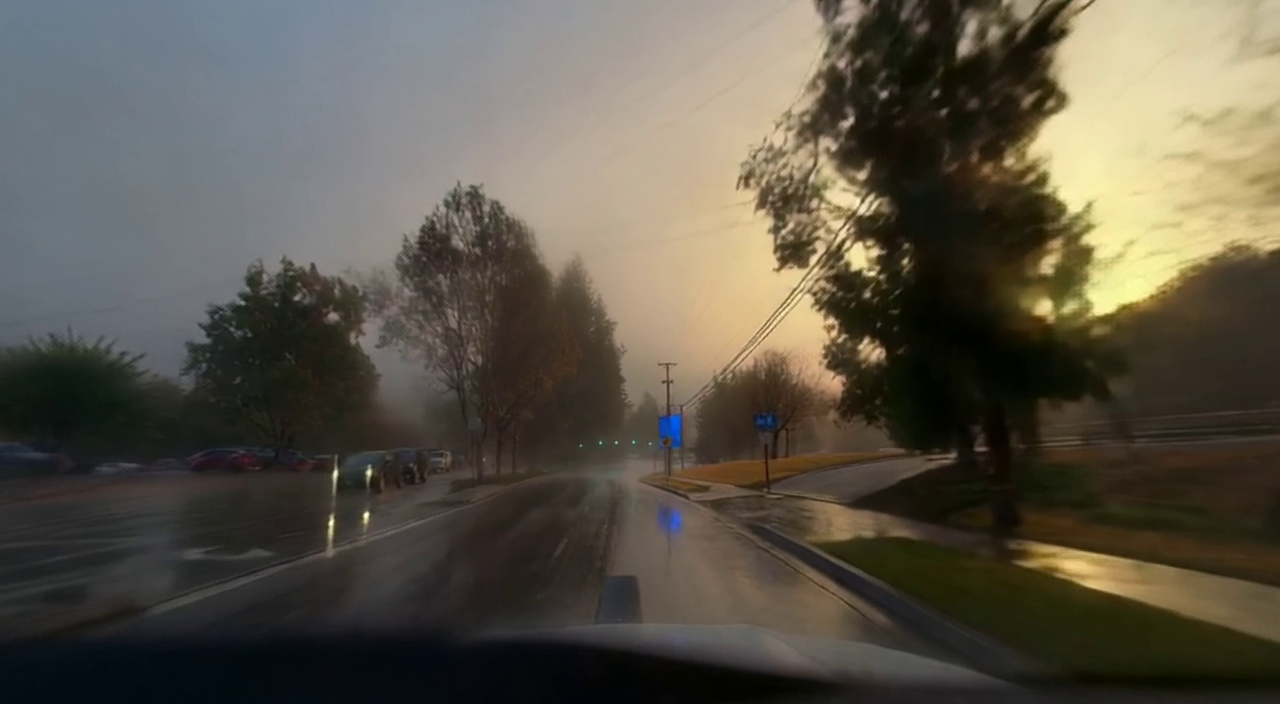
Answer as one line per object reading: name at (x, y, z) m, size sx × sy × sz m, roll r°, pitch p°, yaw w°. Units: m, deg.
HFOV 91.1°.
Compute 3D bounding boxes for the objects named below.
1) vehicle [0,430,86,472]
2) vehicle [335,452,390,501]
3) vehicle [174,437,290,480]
vehicle at (-45.572, 7.378, 47.203) m, size 6.459 × 2.858 × 2.475 m, roll -1°, pitch -5°, yaw 13°
vehicle at (-11.329, 5.042, 25.765) m, size 1.861 × 1.736 × 4.241 m, roll 1°, pitch -10°, yaw -23°
vehicle at (-30.897, 8.048, 47.684) m, size 7.249 × 3.082 × 2.621 m, roll -2°, pitch -10°, yaw 10°
